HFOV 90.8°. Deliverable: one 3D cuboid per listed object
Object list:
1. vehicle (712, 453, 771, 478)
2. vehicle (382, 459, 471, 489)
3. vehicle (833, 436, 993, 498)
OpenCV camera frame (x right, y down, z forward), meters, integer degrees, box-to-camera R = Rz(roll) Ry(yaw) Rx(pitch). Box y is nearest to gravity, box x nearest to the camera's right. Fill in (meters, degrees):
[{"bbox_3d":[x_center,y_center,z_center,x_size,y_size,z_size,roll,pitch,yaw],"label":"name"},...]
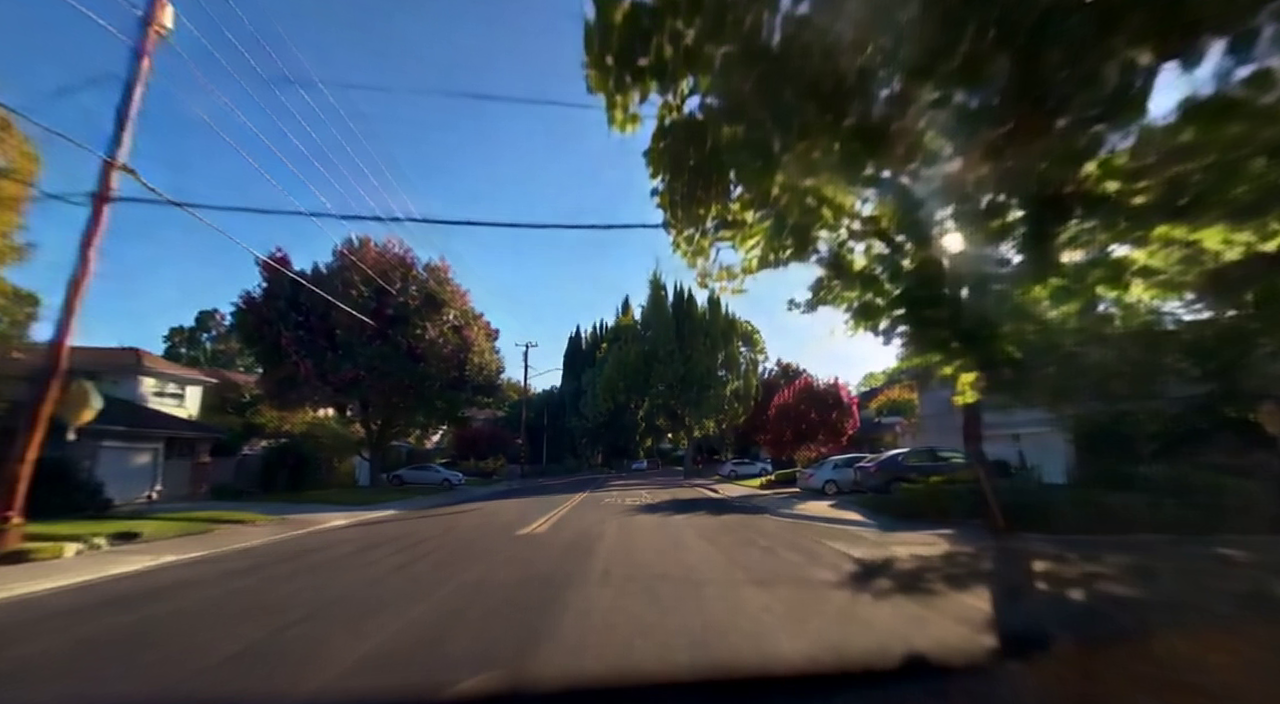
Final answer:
[{"bbox_3d":[7.383,8.258,46.178,3.846,1.725,1.920,1,-8,-4],"label":"vehicle"},{"bbox_3d":[-11.992,6.845,35.665,4.243,1.598,2.003,0,-9,3],"label":"vehicle"},{"bbox_3d":[9.282,3.909,21.748,4.557,2.012,1.917,0,-8,-3],"label":"vehicle"}]
